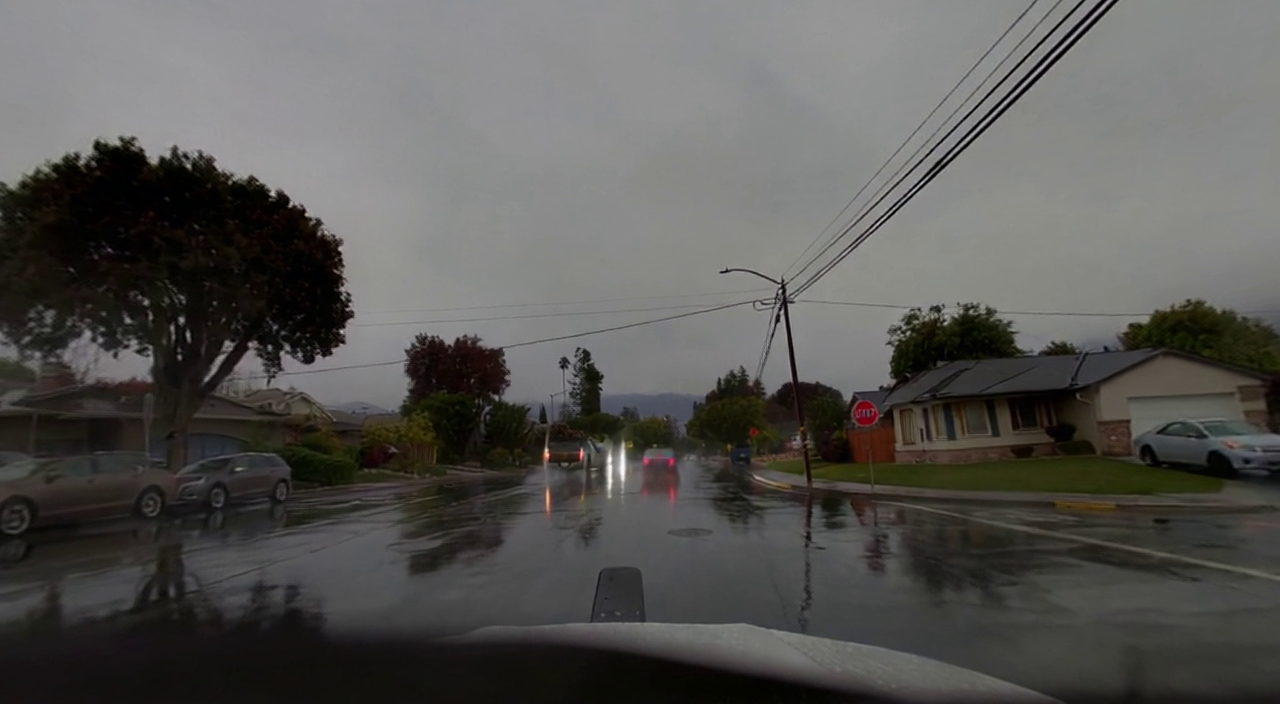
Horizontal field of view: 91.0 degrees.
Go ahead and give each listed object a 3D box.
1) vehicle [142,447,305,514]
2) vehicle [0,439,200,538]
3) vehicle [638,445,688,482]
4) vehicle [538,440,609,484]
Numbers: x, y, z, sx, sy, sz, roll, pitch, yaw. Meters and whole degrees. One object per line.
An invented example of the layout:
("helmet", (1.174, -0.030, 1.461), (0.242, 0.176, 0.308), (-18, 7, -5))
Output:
("vehicle", (-13.548, 4.198, 20.944), (2.076, 1.864, 4.730), (-3, -10, 2))
("vehicle", (-13.965, 3.288, 15.269), (2.191, 1.980, 5.888), (-4, -10, 2))
("vehicle", (1.091, 4.836, 27.666), (1.955, 1.459, 4.383), (-1, -8, 6))
("vehicle", (-2.701, 4.579, 26.558), (2.178, 1.695, 4.339), (-1, -8, 5))
